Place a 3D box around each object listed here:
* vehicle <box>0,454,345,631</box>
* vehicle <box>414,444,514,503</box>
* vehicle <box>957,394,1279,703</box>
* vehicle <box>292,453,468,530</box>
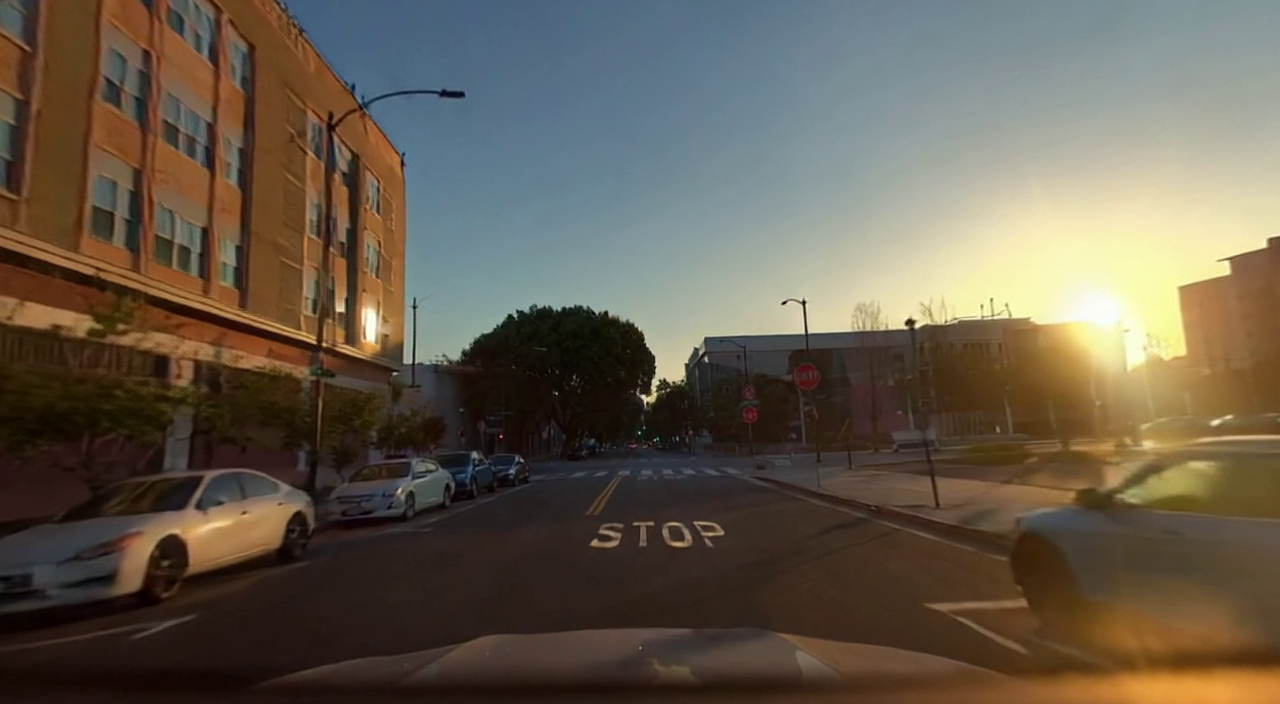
[{"bbox_3d":[-5.585,2.034,7.762,1.834,1.463,4.337,0,-8,-1],"label":"vehicle"},{"bbox_3d":[-5.440,3.784,20.175,1.901,1.631,4.570,0,-8,0],"label":"vehicle"},{"bbox_3d":[3.735,1.017,3.104,1.978,1.554,4.192,0,-8,-3],"label":"vehicle"},{"bbox_3d":[-5.682,3.079,14.560,2.131,1.407,4.547,0,-8,0],"label":"vehicle"}]
